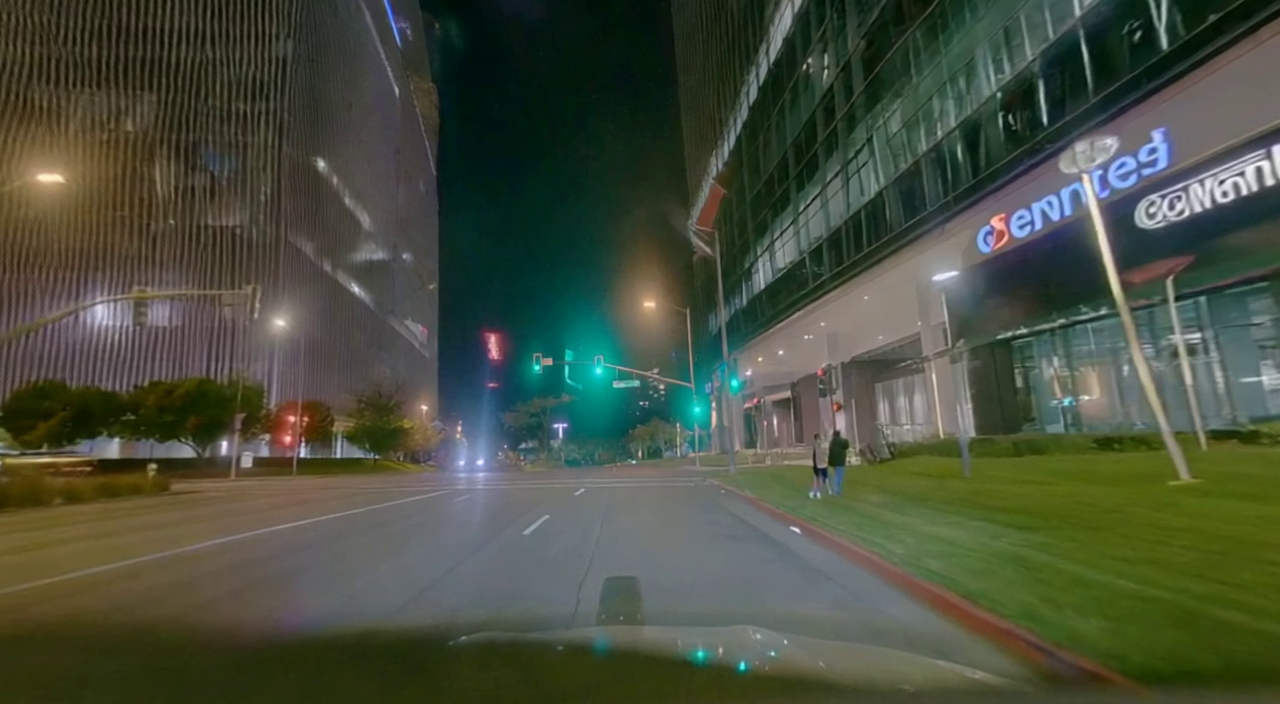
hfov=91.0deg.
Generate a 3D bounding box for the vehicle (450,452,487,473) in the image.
[{"bbox_3d":[-12.893,8.333,47.641,1.906,1.502,4.396,1,-9,-5],"label":"vehicle"}]

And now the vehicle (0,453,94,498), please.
[{"bbox_3d":[-29.574,5.910,30.224,4.868,1.866,2.170,-2,-6,4],"label":"vehicle"}]
